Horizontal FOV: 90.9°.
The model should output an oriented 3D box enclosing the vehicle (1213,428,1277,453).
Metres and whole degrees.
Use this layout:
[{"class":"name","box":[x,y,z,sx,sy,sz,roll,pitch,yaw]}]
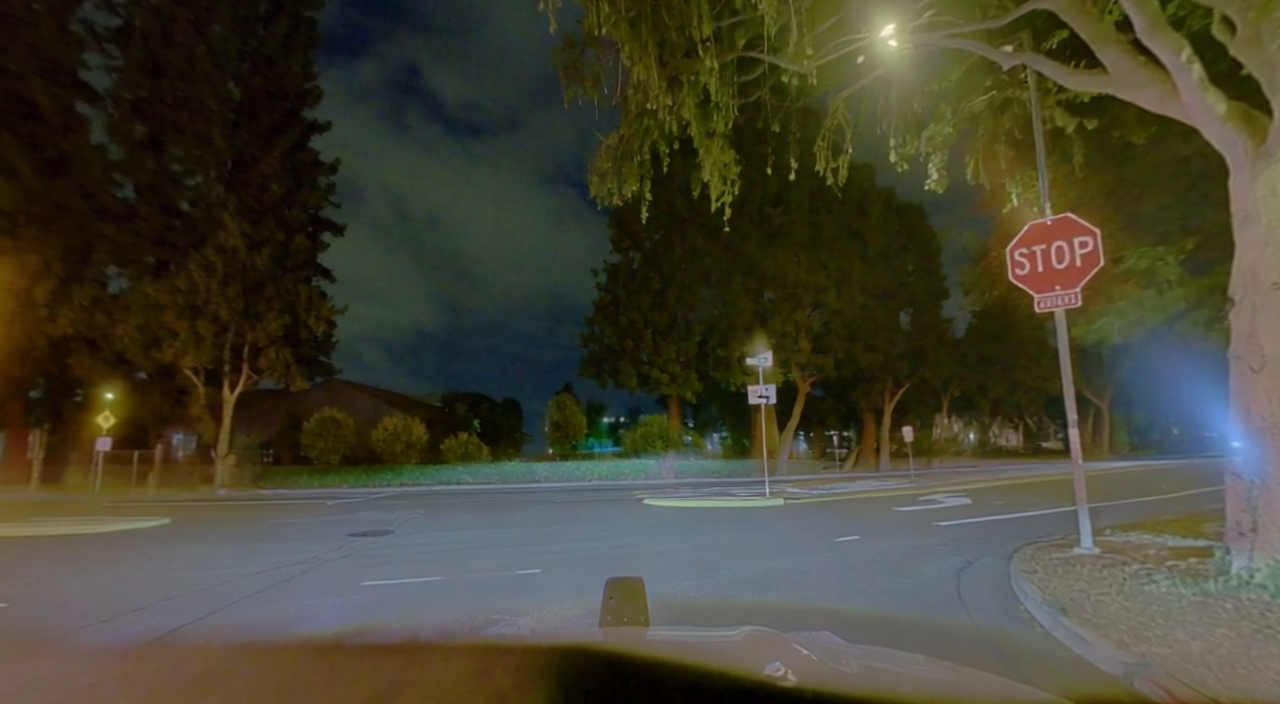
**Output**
[{"class":"vehicle","box":[38.327,5.605,39.892,4.473,1.474,2.108,6,-10,-37]}]
